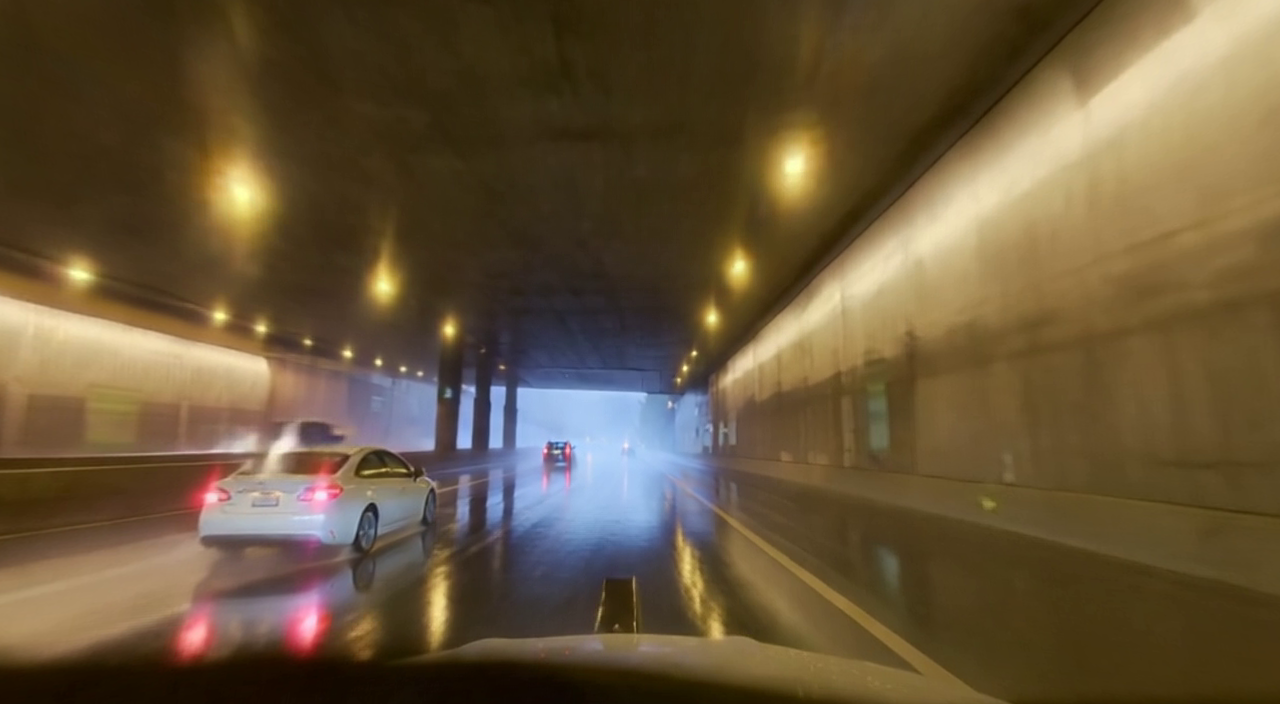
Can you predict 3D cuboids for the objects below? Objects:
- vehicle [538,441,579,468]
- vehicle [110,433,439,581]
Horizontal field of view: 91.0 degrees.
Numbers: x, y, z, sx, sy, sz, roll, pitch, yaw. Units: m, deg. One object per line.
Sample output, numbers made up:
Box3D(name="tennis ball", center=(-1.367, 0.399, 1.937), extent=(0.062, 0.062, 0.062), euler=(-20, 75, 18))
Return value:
Box3D(name="vehicle", center=(-4.738, 6.011, 37.200), extent=(1.973, 1.474, 4.199), euler=(0, -8, -1))
Box3D(name="vehicle", center=(-4.278, 1.831, 8.358), extent=(1.885, 1.424, 4.230), euler=(0, -8, -1))
